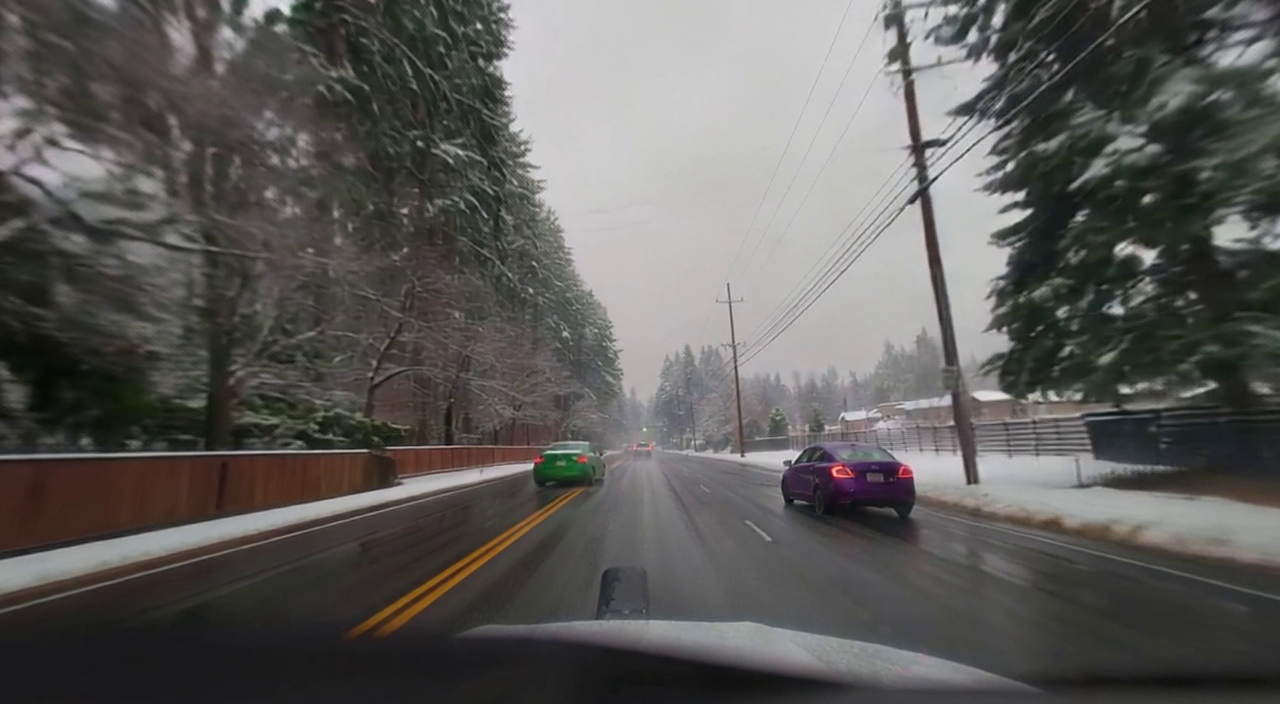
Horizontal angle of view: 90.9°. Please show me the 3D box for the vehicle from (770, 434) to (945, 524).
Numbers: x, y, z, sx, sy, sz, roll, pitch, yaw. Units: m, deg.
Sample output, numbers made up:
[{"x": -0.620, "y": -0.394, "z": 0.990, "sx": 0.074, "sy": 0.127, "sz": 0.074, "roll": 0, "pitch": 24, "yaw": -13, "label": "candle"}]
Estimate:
[{"x": 4.151, "y": 2.470, "z": 12.948, "sx": 1.943, "sy": 1.471, "sz": 4.515, "roll": -1, "pitch": -8, "yaw": 0, "label": "vehicle"}]

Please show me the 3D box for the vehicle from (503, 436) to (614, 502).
[{"x": -2.066, "y": 3.154, "z": 17.555, "sx": 2.206, "sy": 1.525, "sz": 4.695, "roll": -2, "pitch": -8, "yaw": 3, "label": "vehicle"}]
